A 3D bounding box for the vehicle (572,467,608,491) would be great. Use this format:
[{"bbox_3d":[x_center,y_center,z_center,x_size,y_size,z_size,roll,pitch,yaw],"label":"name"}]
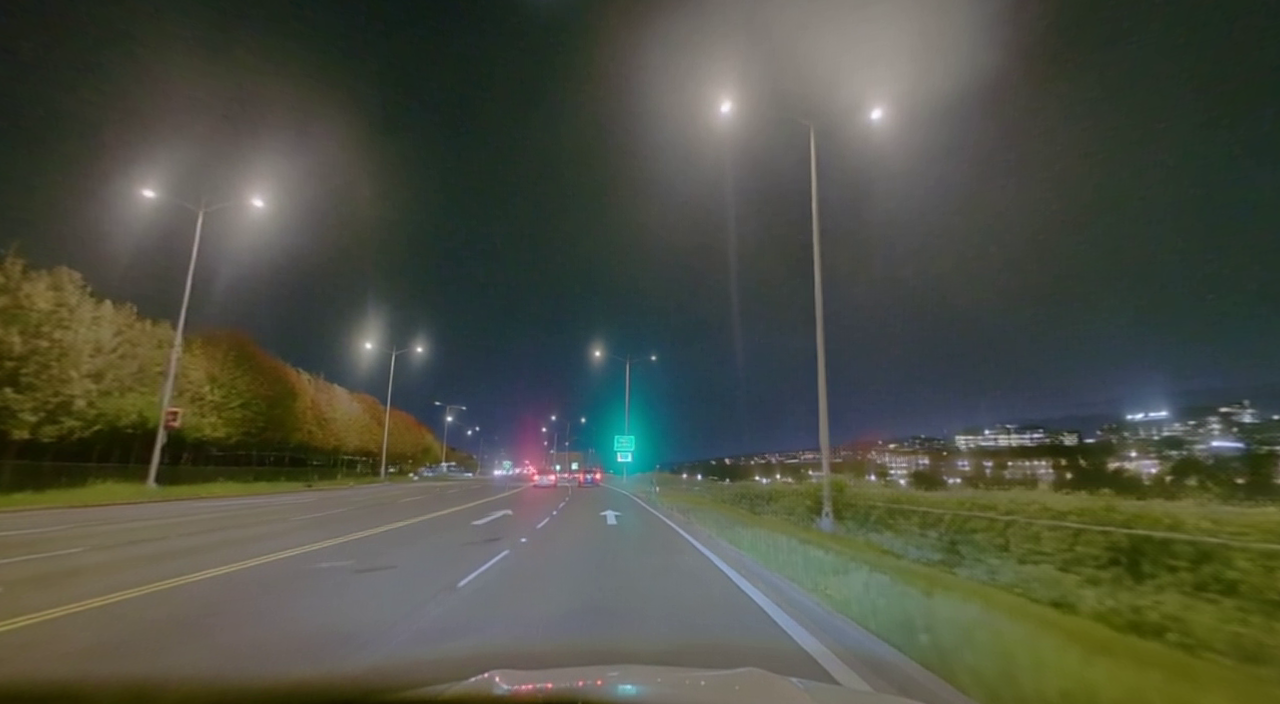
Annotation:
[{"bbox_3d":[-3.477,8.602,42.858,2.129,1.471,4.258,2,-10,-8],"label":"vehicle"}]
